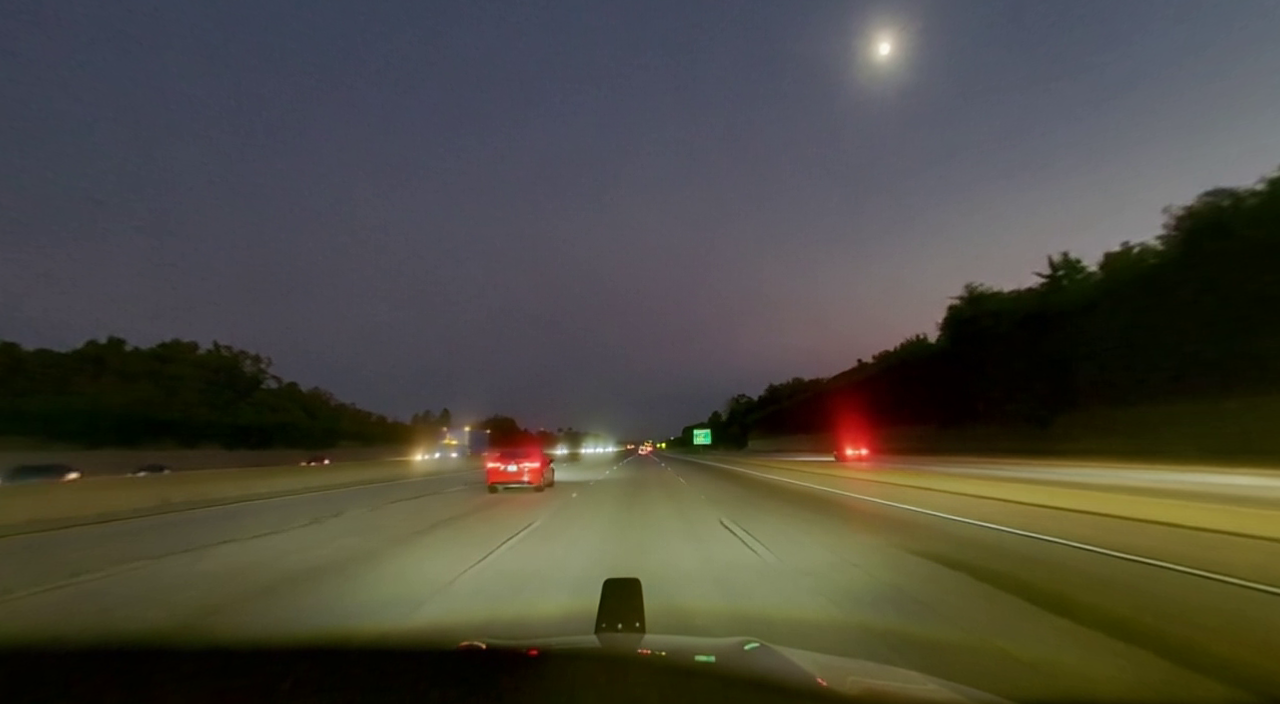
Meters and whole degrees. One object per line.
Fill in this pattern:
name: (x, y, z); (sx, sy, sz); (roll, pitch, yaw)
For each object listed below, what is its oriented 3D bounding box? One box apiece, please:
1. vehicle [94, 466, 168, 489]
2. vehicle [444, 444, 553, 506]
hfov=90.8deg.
vehicle: (-35.365, 8.714, 43.986); (1.724, 1.413, 4.221); (0, -9, -1)
vehicle: (-3.664, 3.262, 17.206); (1.873, 1.438, 4.546); (-1, -9, 1)
